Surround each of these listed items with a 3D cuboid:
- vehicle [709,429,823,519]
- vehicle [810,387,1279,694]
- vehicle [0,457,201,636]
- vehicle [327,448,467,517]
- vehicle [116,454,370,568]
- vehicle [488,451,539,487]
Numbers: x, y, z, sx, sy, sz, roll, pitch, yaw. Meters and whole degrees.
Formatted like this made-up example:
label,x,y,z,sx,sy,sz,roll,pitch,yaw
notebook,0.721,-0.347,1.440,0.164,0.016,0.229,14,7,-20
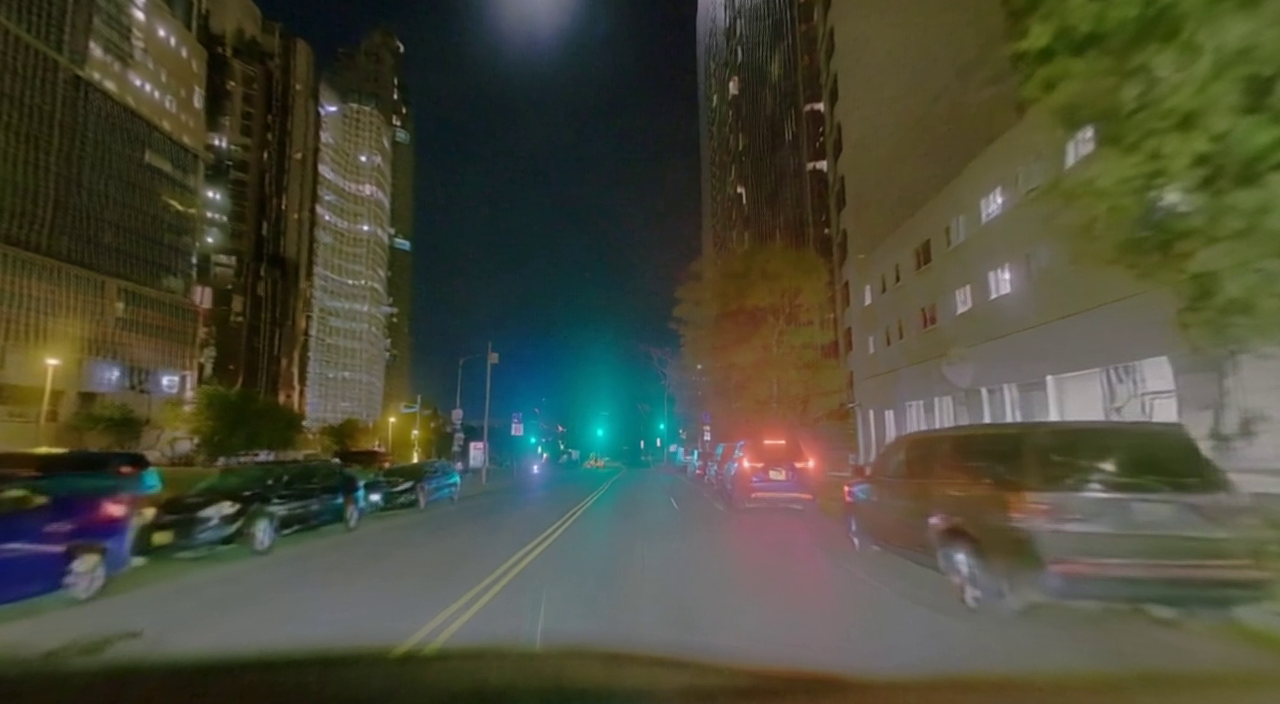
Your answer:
label,x,y,z,sx,sy,sz,roll,pitch,yaw
vehicle,2.882,2.906,15.596,1.954,1.845,4.682,-1,-8,1
vehicle,3.418,1.457,6.295,1.886,1.740,5.167,0,-8,-1
vehicle,-6.466,1.703,5.454,1.913,1.479,4.714,-1,-8,1
vehicle,-6.537,3.645,17.730,2.033,1.523,4.867,-3,-11,0
vehicle,-6.595,2.616,11.235,1.723,1.520,4.439,0,-8,-1
vehicle,-6.747,6.228,33.998,1.893,1.758,4.019,-1,-8,0
